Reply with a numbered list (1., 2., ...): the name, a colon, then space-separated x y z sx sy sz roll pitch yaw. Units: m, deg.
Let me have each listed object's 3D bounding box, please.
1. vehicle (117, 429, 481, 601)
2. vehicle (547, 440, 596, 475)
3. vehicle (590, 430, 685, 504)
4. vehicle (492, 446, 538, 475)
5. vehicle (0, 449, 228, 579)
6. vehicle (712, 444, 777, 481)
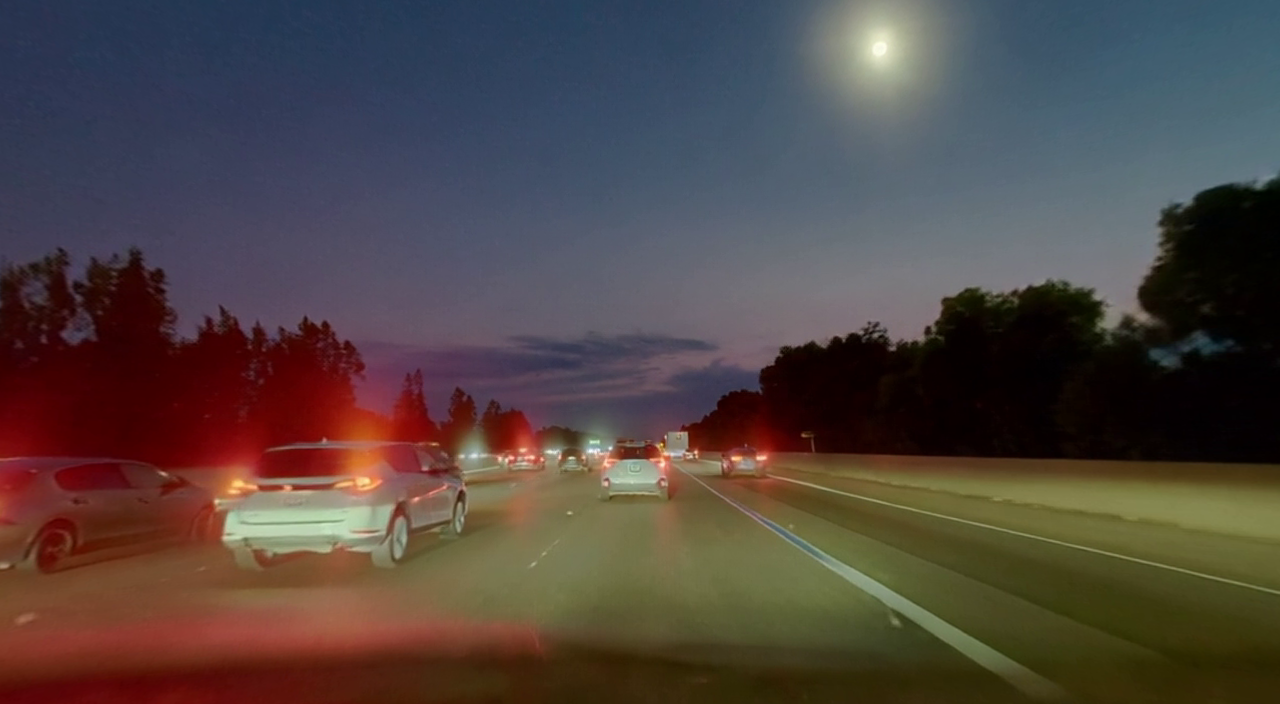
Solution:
1. vehicle: -3.582 1.773 7.806 2.011 1.498 4.341 0 -9 1
2. vehicle: -3.648 5.742 34.500 2.142 1.808 4.266 0 -9 1
3. vehicle: -0.051 3.032 17.004 2.223 1.722 4.177 0 -9 0
4. vehicle: -7.443 6.457 37.839 1.931 1.617 4.060 0 -9 0
5. vehicle: -7.946 2.019 8.513 1.948 1.391 4.111 0 -9 0
6. vehicle: 4.518 4.832 27.940 2.006 1.474 4.669 0 -9 -1
